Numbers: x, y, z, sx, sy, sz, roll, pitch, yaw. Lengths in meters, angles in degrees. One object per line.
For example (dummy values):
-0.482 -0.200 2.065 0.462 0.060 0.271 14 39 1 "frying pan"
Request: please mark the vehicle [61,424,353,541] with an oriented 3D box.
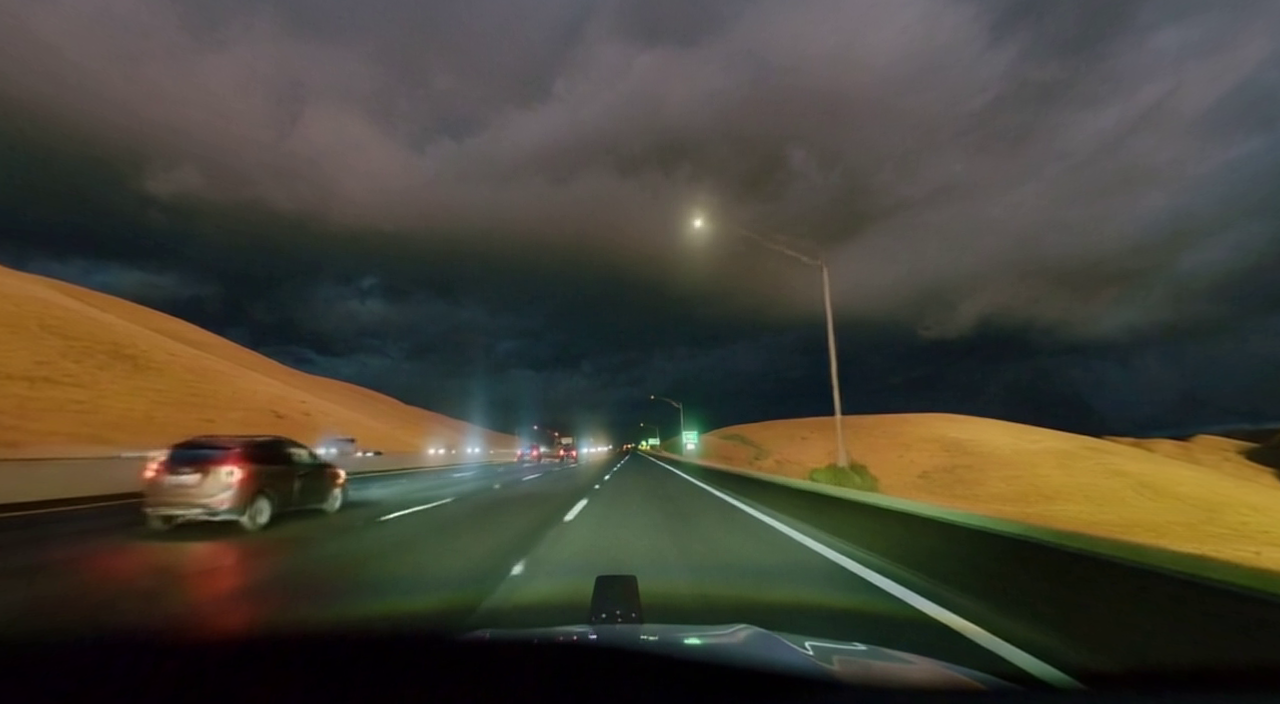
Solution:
-7.106 2.176 11.098 2.045 1.624 4.338 0 -9 0 "vehicle"
